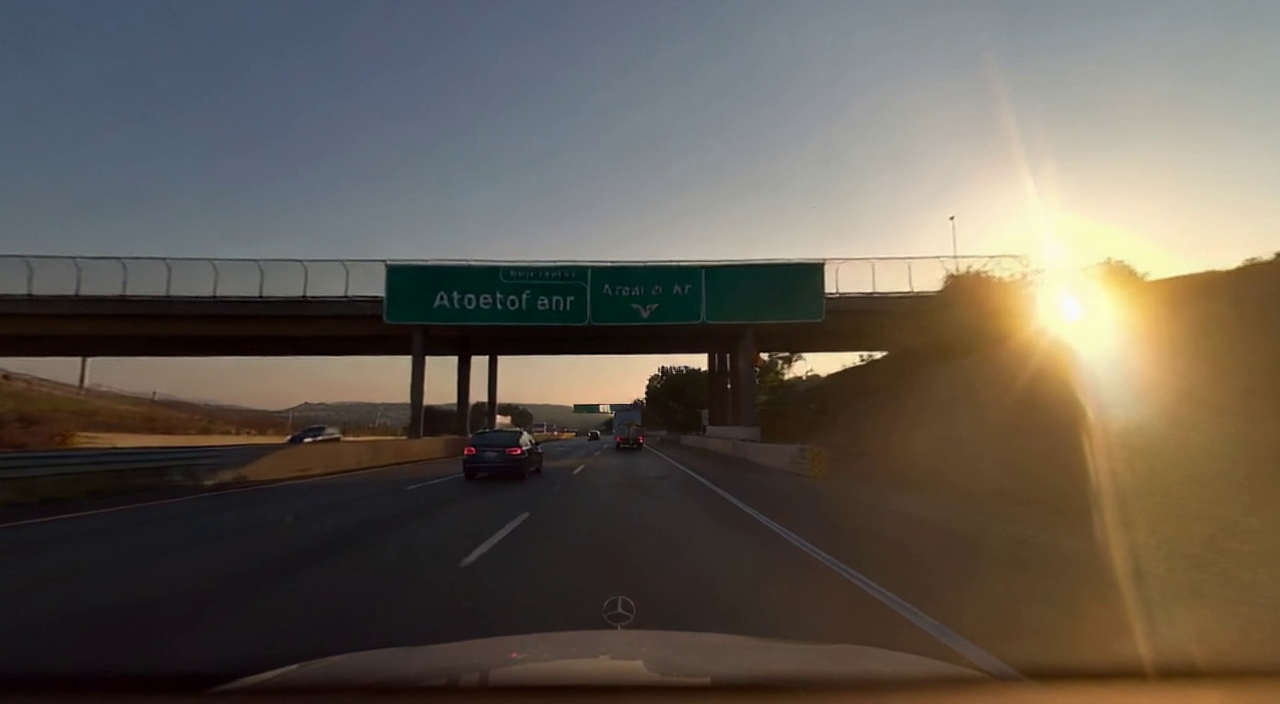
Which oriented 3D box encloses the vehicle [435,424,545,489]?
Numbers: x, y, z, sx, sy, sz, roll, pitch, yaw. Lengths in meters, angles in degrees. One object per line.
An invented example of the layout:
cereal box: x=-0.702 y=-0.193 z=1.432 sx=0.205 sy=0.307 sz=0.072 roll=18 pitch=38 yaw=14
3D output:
vehicle: x=-3.782 y=2.690 z=16.589 sx=1.955 sy=1.508 sz=3.996 roll=0 pitch=-8 yaw=0

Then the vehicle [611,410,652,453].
vehicle: x=-0.692 y=5.484 z=43.321 sx=2.418 sy=2.704 sz=6.445 roll=0 pitch=-8 yaw=-4

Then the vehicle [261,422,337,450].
vehicle: x=-20.161 y=4.997 z=37.425 sx=1.897 sy=1.523 sz=4.794 roll=0 pitch=-8 yaw=-1
